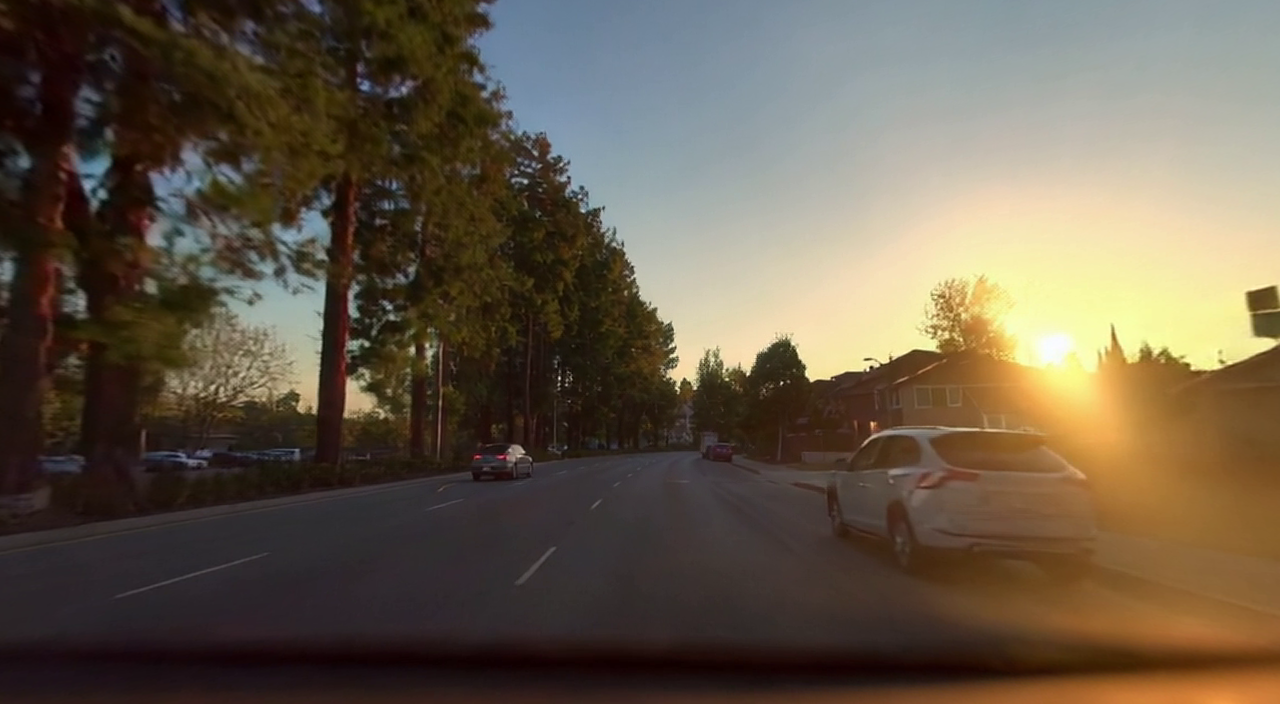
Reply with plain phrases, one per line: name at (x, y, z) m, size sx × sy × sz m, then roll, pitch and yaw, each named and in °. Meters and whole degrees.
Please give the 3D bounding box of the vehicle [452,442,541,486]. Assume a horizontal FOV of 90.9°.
vehicle at (-5.210, 4.130, 23.586) m, size 2.060 × 1.473 × 4.645 m, roll 0°, pitch -8°, yaw 2°

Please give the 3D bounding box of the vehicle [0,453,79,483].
vehicle at (-30.499, 5.614, 30.611) m, size 4.390 × 1.387 × 1.936 m, roll 1°, pitch -9°, yaw -8°

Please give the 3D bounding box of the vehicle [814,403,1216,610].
vehicle at (3.772, 1.633, 7.666) m, size 2.064 × 1.697 × 4.718 m, roll 0°, pitch -8°, yaw 2°

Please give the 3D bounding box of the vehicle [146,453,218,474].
vehicle at (-34.194, 8.334, 47.162) m, size 3.856 × 1.439 × 1.884 m, roll 2°, pitch -9°, yaw -12°
